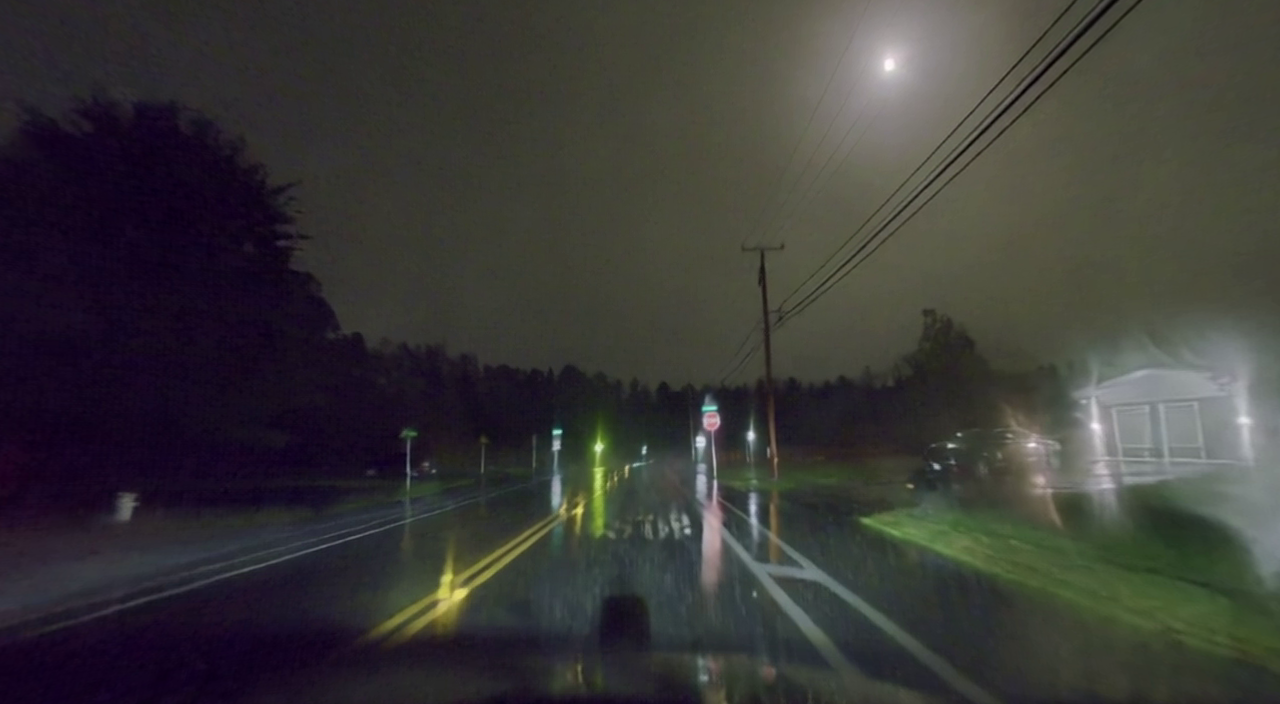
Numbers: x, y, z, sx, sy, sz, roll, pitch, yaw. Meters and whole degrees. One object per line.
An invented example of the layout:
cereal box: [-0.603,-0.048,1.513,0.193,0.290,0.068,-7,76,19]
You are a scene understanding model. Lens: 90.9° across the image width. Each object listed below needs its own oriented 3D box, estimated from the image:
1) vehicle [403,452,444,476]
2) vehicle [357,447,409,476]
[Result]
vehicle: [-14.426,7.471,42.177,1.739,1.539,3.548,1,-9,-6]
vehicle: [-17.573,7.536,43.326,1.849,1.831,3.980,-1,-11,0]
